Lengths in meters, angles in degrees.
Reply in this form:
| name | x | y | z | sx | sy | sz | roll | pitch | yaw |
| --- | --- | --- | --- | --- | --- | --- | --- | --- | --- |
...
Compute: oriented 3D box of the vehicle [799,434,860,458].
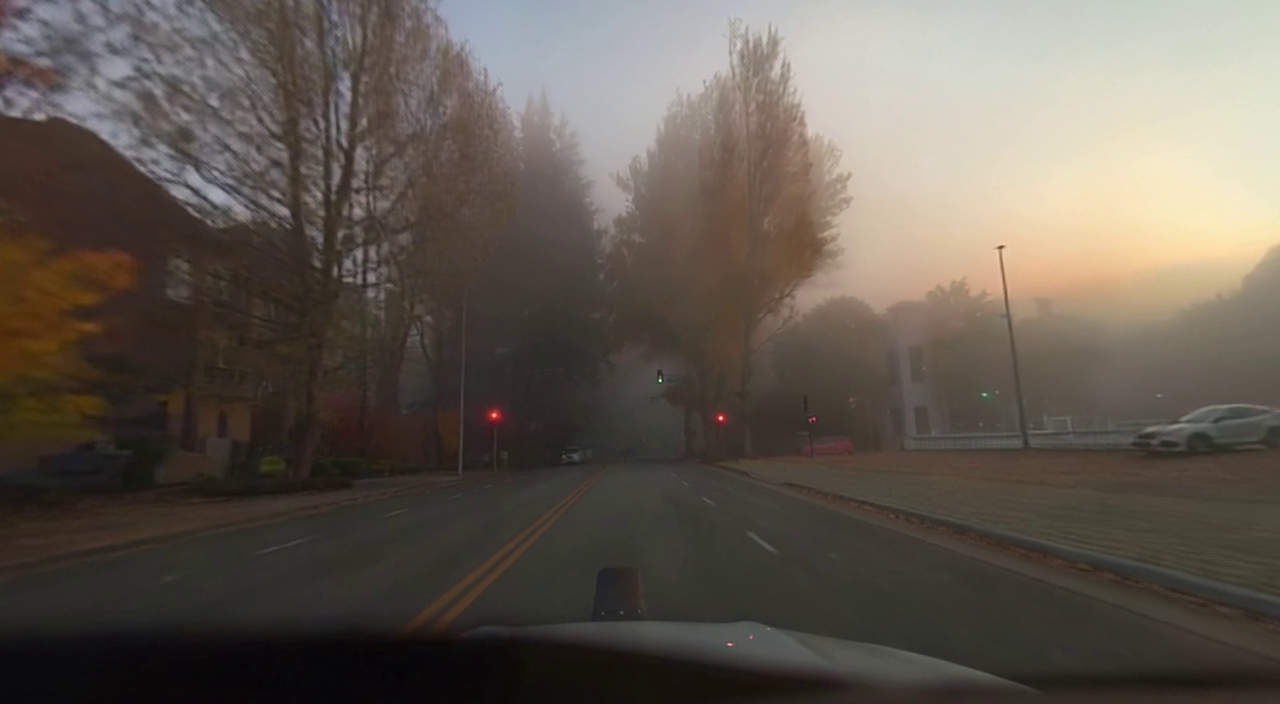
| name | x | y | z | sx | sy | sz | roll | pitch | yaw |
| --- | --- | --- | --- | --- | --- | --- | --- | --- | --- |
| vehicle | 14.497 | 7.208 | 48.313 | 4.365 | 1.702 | 1.897 | -3 | -9 | 18 |
